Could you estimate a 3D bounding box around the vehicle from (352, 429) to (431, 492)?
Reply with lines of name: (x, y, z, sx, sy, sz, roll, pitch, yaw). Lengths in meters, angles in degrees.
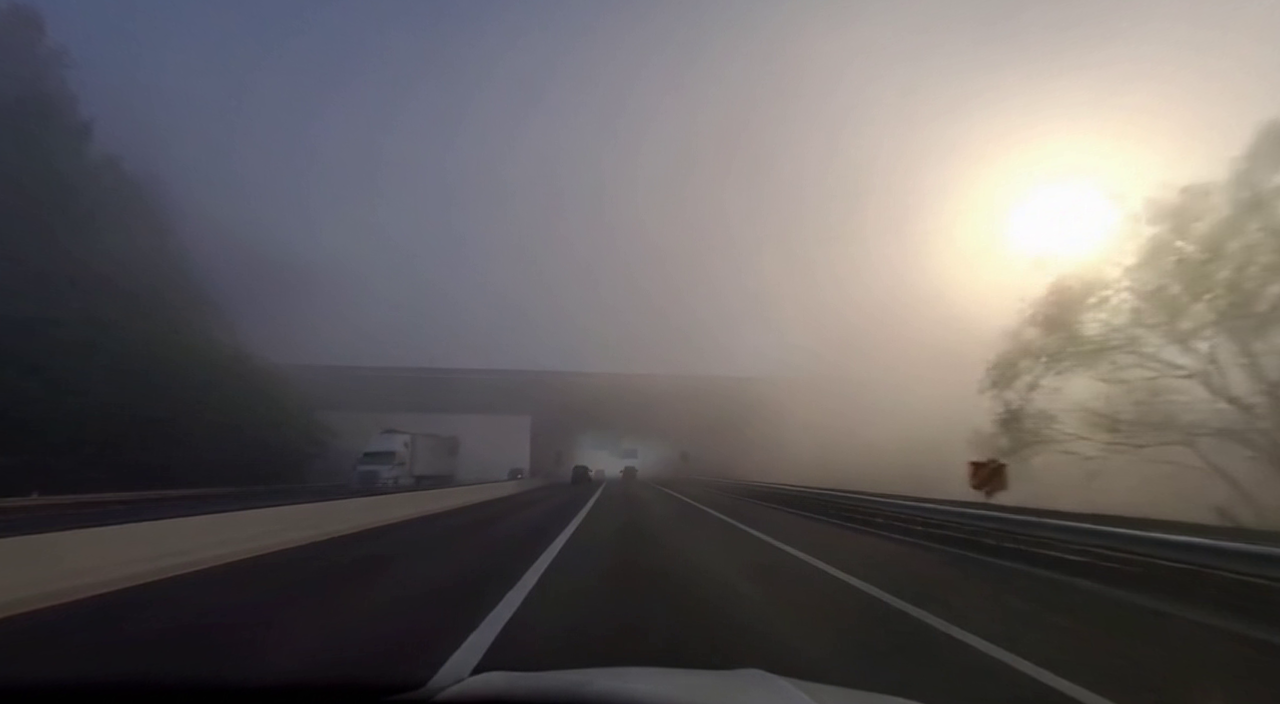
vehicle: (-17.072, 7.563, 43.724, 3.032, 3.979, 5.796, 1, -11, -2)
